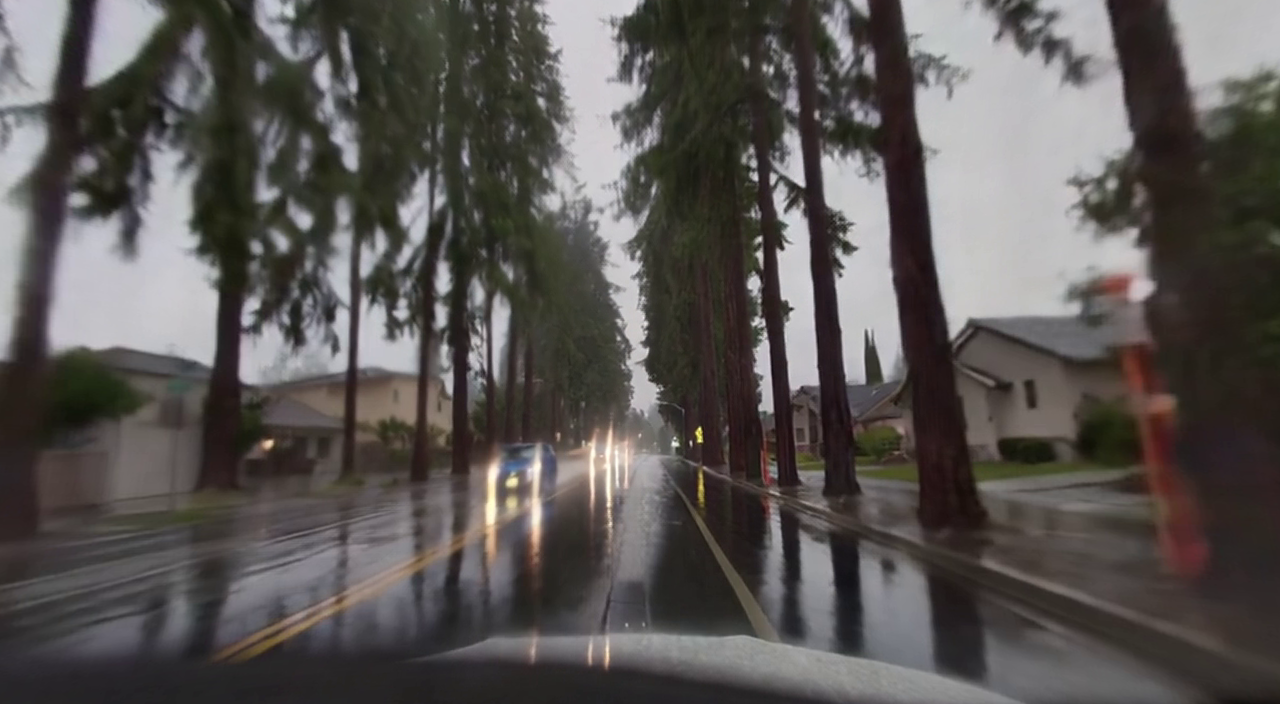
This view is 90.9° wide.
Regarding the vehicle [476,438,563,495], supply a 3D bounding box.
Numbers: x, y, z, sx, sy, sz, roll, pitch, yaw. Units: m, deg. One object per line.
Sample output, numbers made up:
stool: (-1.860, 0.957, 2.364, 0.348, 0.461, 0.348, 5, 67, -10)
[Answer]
vehicle: (-4.066, 3.934, 22.140, 2.041, 1.780, 4.618, 0, -8, 1)
